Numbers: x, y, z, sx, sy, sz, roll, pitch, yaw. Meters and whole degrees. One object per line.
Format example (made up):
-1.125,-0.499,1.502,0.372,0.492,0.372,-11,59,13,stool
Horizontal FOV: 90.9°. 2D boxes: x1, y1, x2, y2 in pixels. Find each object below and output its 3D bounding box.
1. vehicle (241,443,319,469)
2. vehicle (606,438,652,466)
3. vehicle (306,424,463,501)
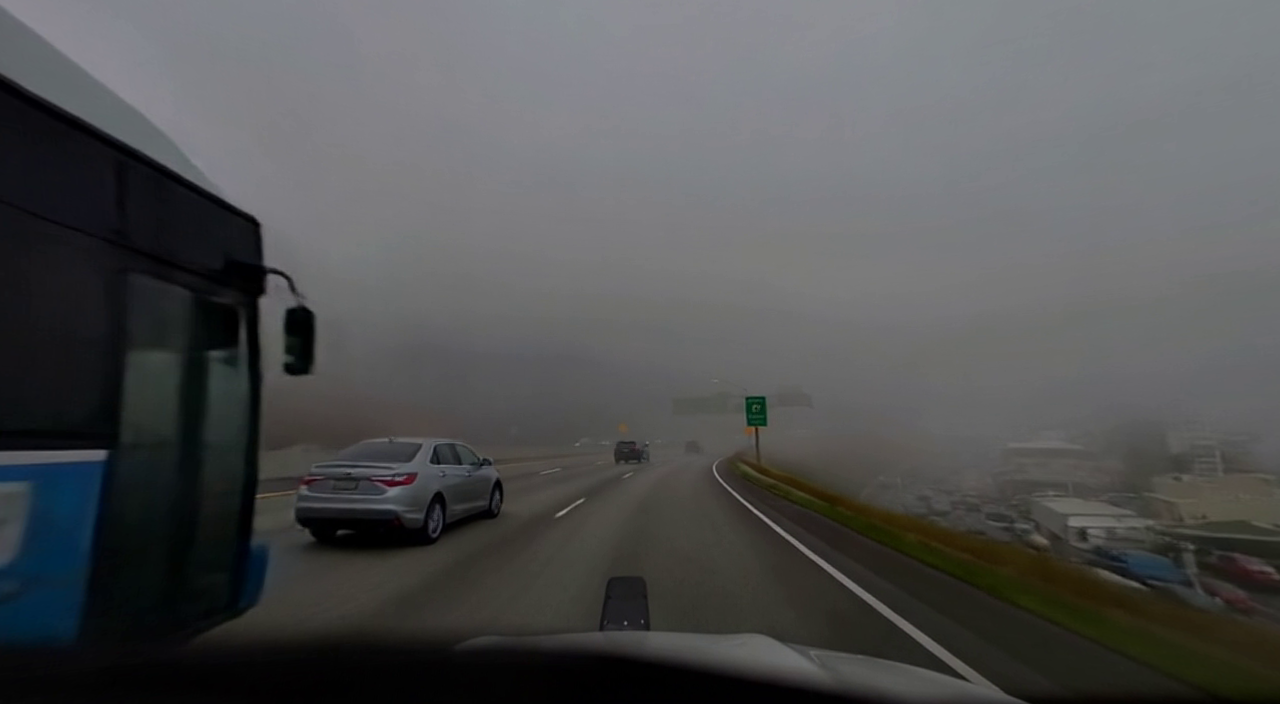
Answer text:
-22.256,6.430,39.200,1.893,1.473,4.346,-2,-9,8,vehicle
-0.527,5.558,35.033,1.928,1.455,4.361,-1,-9,8,vehicle
-6.317,2.788,16.293,1.993,1.690,4.450,-1,-9,3,vehicle
